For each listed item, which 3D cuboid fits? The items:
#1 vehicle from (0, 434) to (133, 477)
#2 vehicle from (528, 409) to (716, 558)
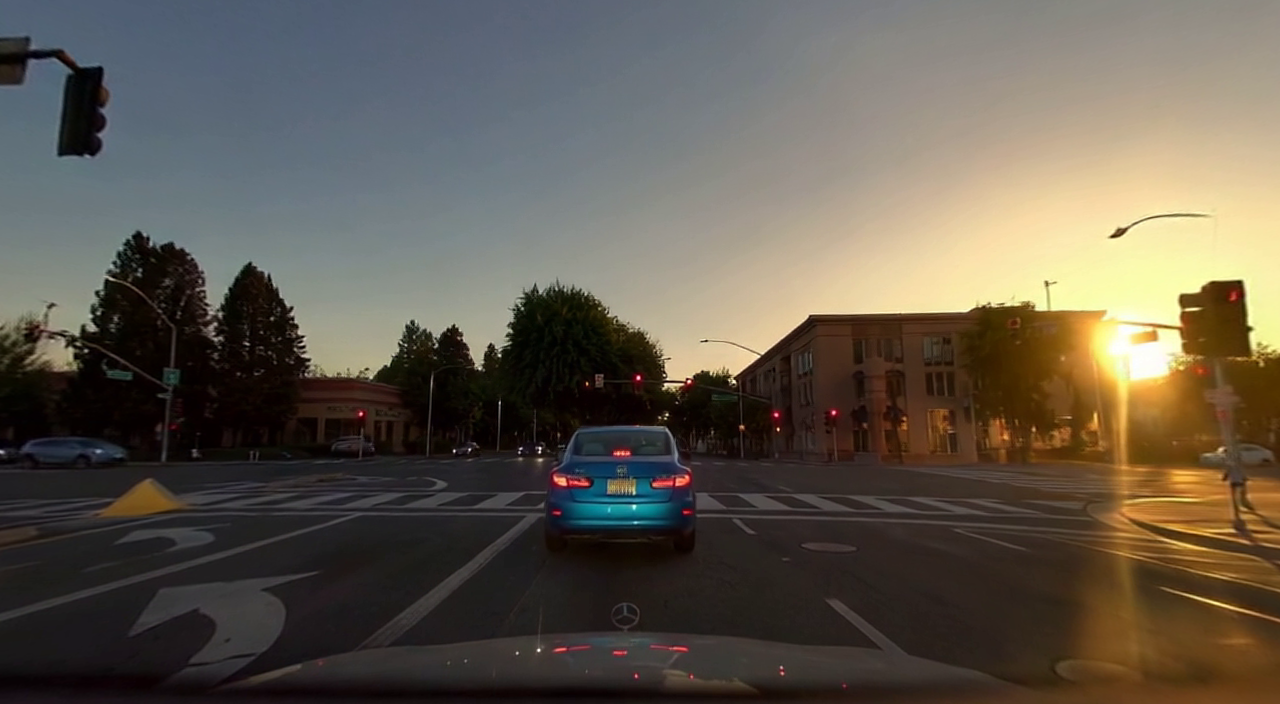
[{"bbox_3d":[-25.232,4.453,27.210,4.912,1.731,2.022,0,-8,-1],"label":"vehicle"},{"bbox_3d":[-0.235,1.742,9.002,2.066,1.618,3.922,0,-8,-1],"label":"vehicle"}]
